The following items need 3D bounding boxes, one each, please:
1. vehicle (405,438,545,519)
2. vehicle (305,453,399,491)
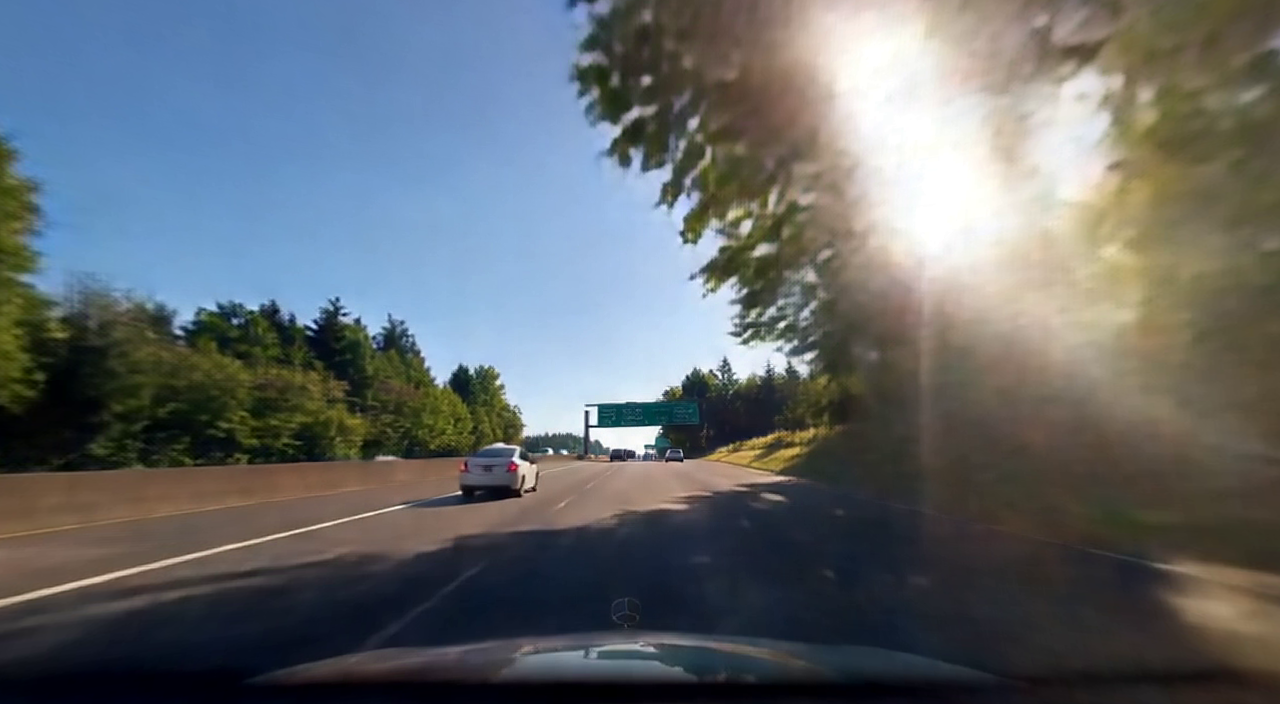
[{"bbox_3d":[-3.492,2.764,14.230,1.936,1.545,4.116,0,-9,2],"label":"vehicle"},{"bbox_3d":[-12.287,5.129,27.250,1.926,1.463,4.422,0,-9,1],"label":"vehicle"}]
